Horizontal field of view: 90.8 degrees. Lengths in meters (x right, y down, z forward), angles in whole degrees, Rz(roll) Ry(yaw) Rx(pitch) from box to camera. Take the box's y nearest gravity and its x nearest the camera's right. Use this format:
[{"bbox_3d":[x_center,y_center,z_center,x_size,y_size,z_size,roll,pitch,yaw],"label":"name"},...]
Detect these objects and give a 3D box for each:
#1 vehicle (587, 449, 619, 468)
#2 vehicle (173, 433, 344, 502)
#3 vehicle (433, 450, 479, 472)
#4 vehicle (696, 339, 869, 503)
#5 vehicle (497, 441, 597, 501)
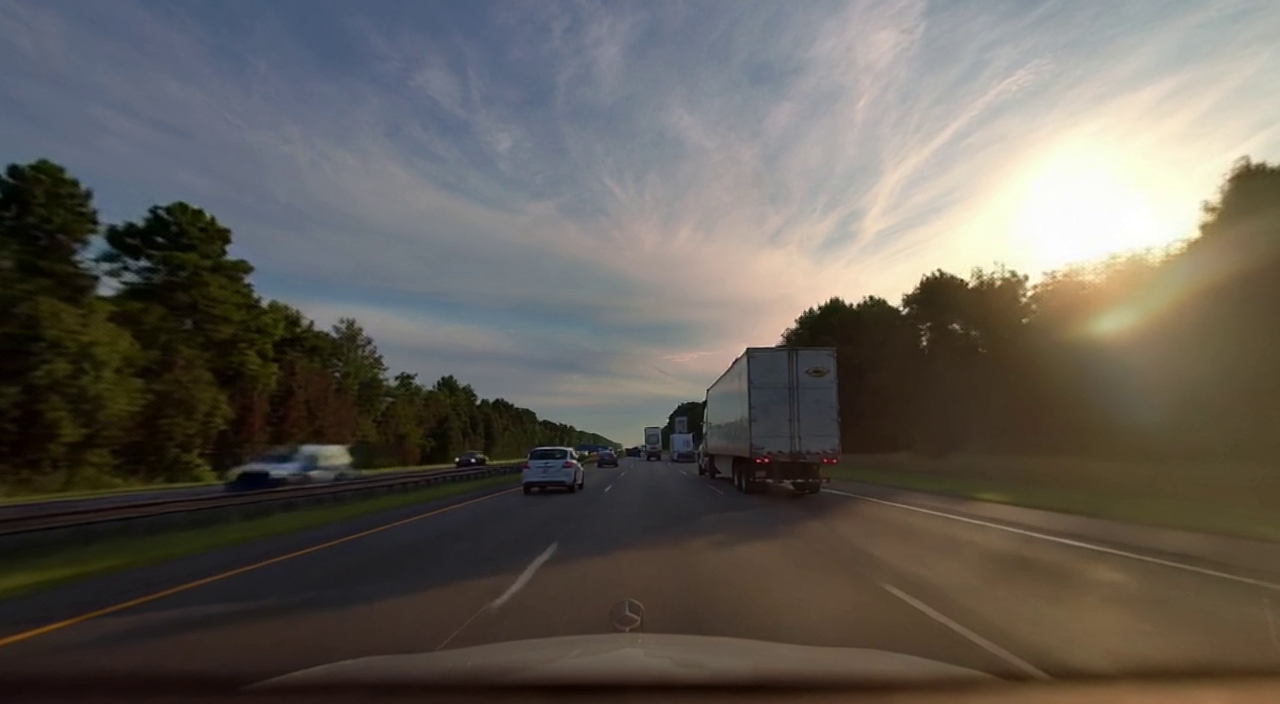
[{"bbox_3d":[-2.841,8.319,49.350,2.121,1.445,4.651,0,-9,1],"label":"vehicle"},{"bbox_3d":[-11.414,3.483,19.425,2.149,1.825,4.824,0,-9,1],"label":"vehicle"},{"bbox_3d":[-14.283,8.501,49.324,2.009,1.600,4.723,0,-9,2],"label":"vehicle"},{"bbox_3d":[4.153,2.803,22.880,2.974,4.083,14.389,0,-9,0],"label":"vehicle"},{"bbox_3d":[-2.570,3.481,18.822,2.104,1.526,4.940,0,-9,1],"label":"vehicle"}]
